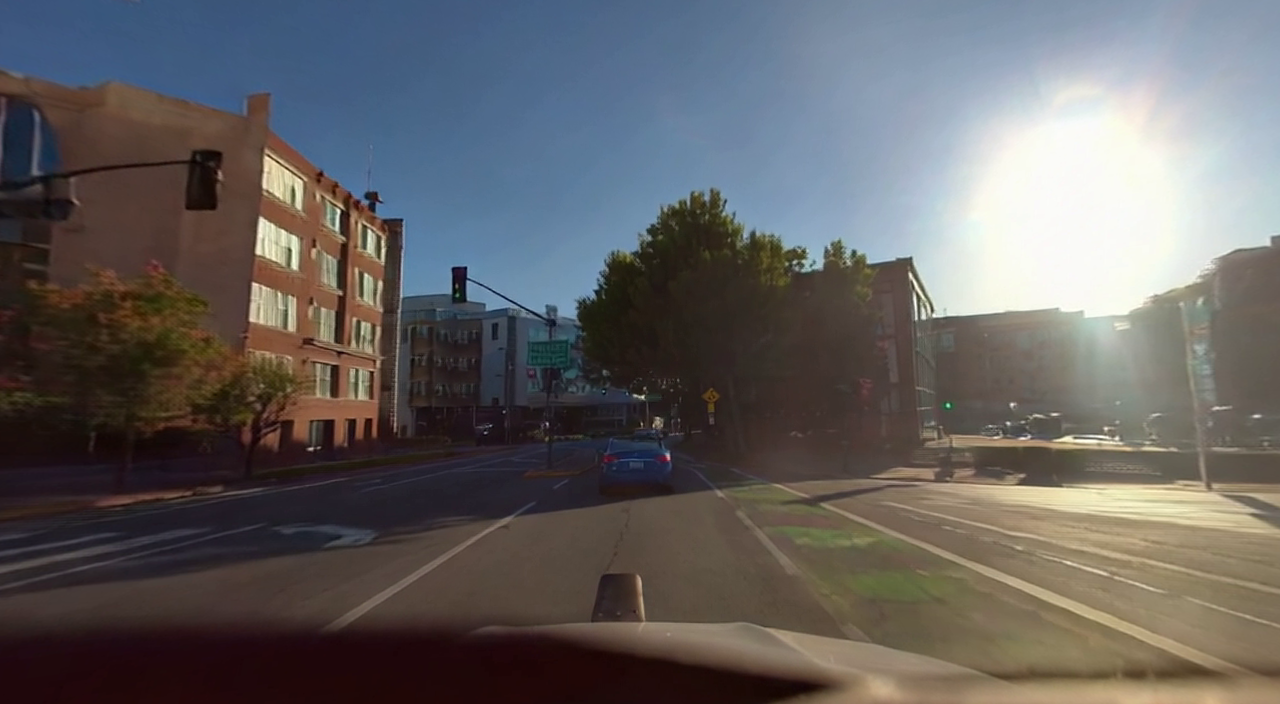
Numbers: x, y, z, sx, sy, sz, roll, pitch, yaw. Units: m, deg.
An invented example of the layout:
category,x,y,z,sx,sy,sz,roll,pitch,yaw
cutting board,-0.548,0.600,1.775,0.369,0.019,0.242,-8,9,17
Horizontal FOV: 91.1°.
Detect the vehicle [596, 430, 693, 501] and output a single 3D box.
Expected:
category,x,y,z,sx,sy,sz,roll,pitch,yaw
vehicle,0.023,2.541,14.679,1.950,1.401,4.159,0,-7,-2
